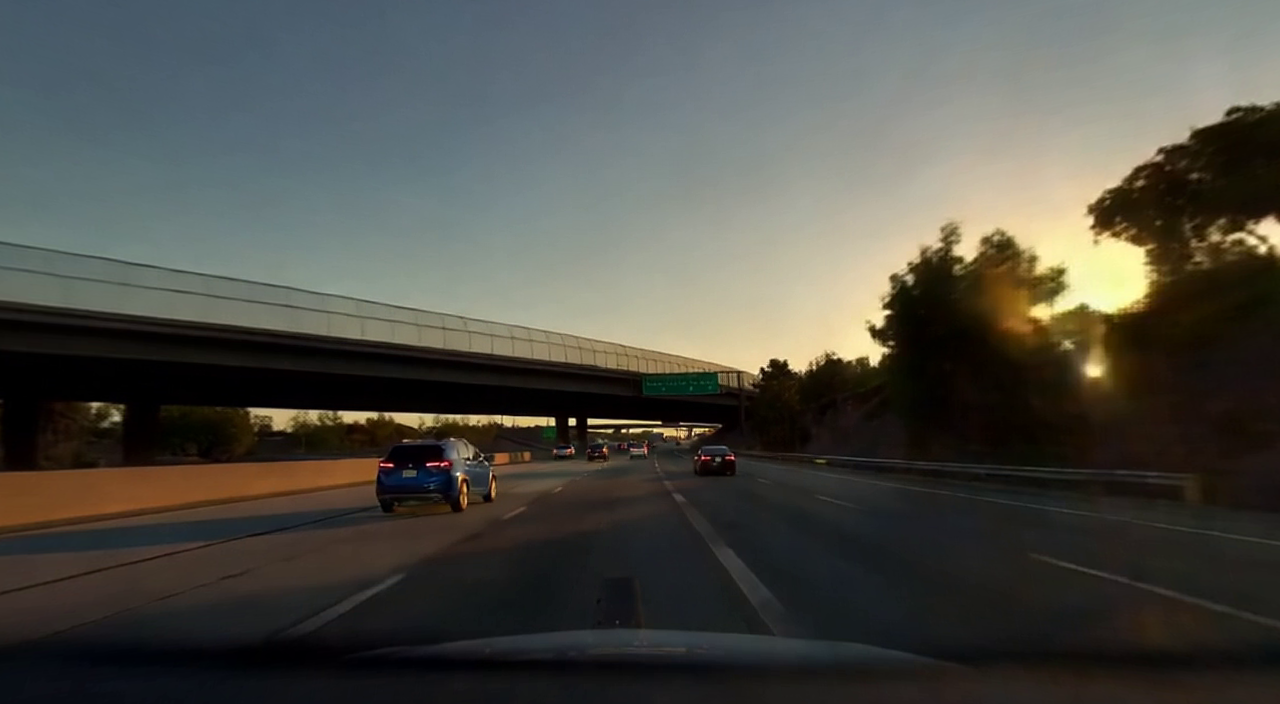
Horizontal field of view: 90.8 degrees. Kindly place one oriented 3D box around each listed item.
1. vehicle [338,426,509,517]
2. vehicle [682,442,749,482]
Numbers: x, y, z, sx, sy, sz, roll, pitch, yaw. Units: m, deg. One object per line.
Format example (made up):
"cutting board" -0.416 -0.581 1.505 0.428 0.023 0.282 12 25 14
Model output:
"vehicle" -4.401 2.495 13.666 2.193 1.641 4.077 0 -8 0
"vehicle" 2.897 4.324 25.192 2.083 1.453 4.307 0 -8 -1
